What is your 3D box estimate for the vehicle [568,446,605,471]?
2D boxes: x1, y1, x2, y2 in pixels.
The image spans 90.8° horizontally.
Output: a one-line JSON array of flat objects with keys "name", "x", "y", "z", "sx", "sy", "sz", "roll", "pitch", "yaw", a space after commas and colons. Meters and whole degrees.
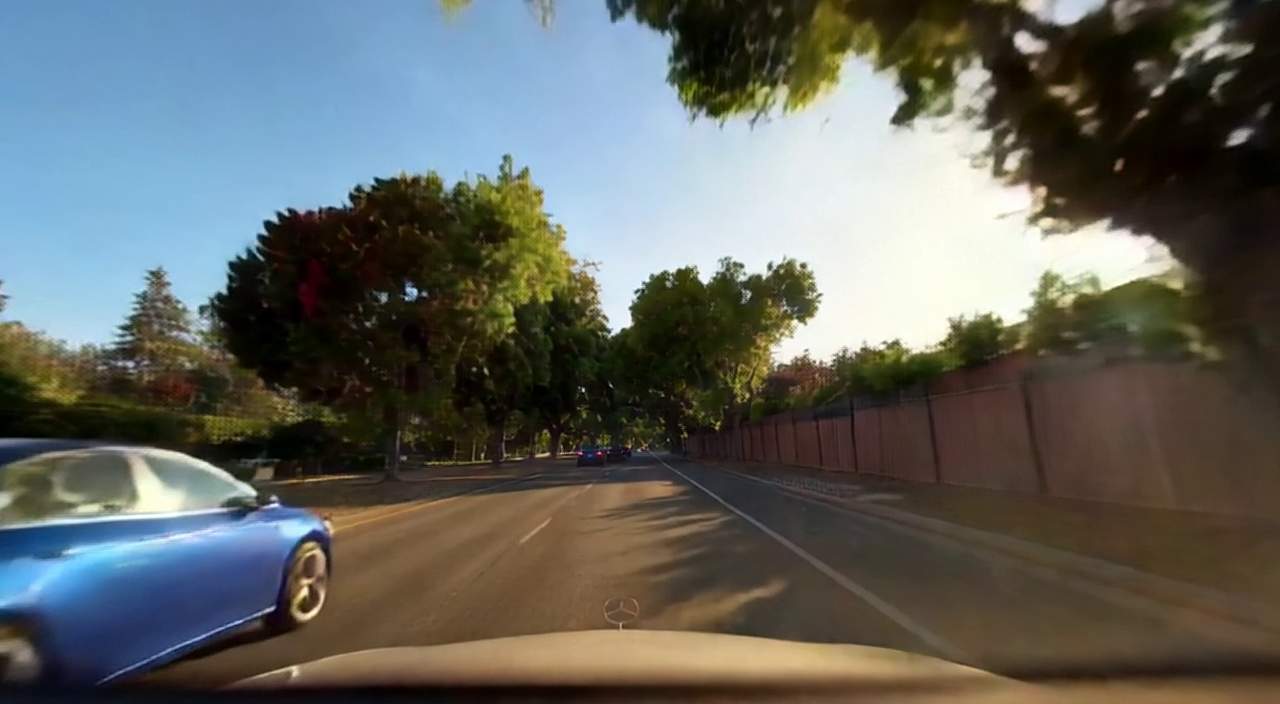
[{"name": "vehicle", "x": -3.163, "y": 6.414, "z": 38.227, "sx": 1.870, "sy": 1.431, "sz": 4.317, "roll": 0, "pitch": -9, "yaw": 0}]

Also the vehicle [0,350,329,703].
[{"name": "vehicle", "x": -3.416, "y": 0.867, "z": 2.665, "sx": 1.919, "sy": 1.650, "sz": 4.546, "roll": 0, "pitch": -9, "yaw": -1}]
